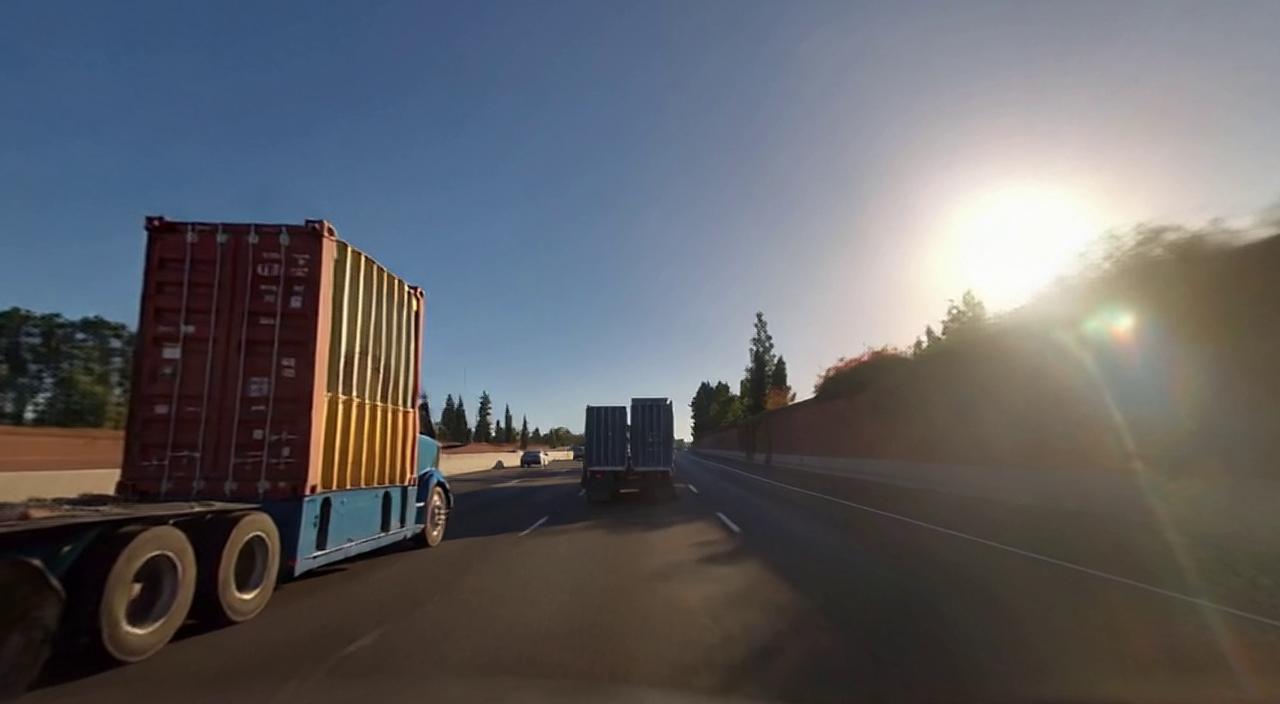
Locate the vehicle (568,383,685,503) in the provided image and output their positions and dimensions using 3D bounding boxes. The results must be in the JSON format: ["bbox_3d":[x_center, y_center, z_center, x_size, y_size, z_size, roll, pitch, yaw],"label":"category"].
[{"bbox_3d":[-0.800,2.980,20.687,2.798,3.071,8.412,1,-9,-8],"label":"vehicle"}]

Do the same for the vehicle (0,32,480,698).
[{"bbox_3d":[-4.053,0.362,6.657,2.998,3.992,5.800,0,-8,2],"label":"vehicle"}]

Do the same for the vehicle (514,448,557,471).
[{"bbox_3d":[-7.005,7.266,42.771,2.006,1.458,4.700,0,-8,2],"label":"vehicle"}]
